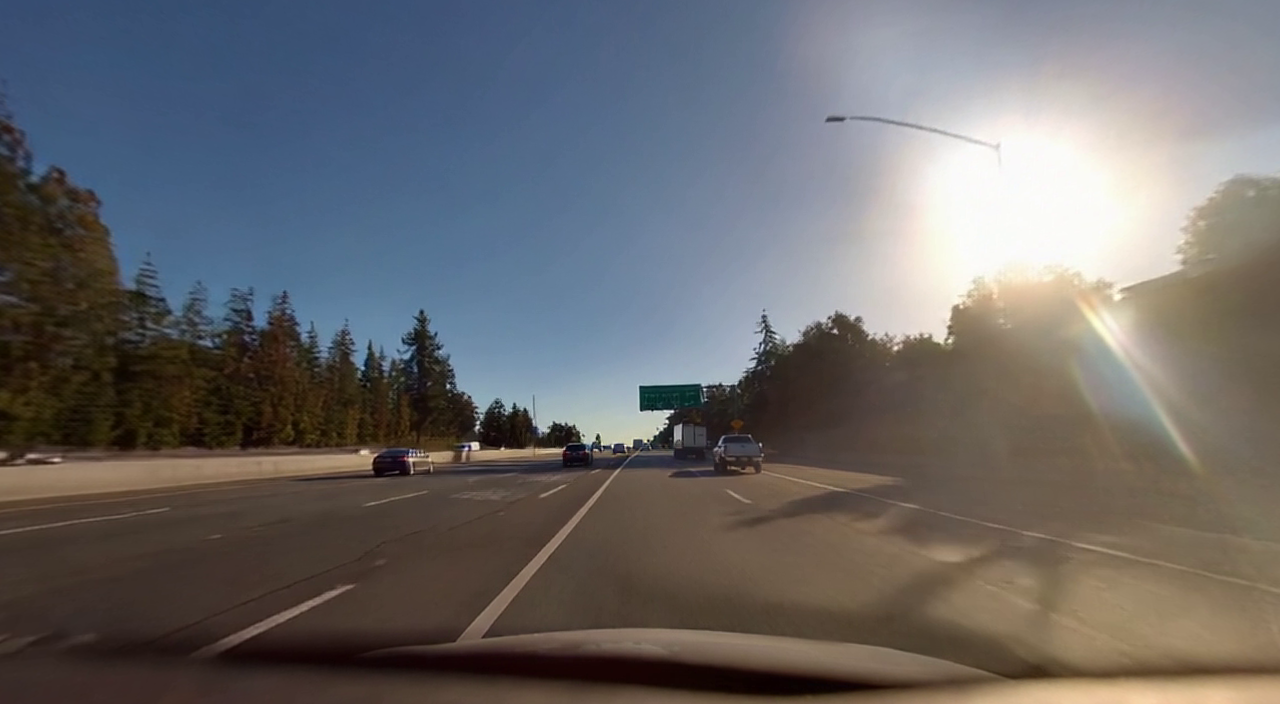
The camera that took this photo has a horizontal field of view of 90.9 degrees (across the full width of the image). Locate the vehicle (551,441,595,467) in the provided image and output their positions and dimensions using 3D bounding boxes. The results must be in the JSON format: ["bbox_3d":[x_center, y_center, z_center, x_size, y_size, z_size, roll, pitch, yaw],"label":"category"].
[{"bbox_3d":[-3.932,6.098,37.791,1.981,1.473,4.317,0,-8,2],"label":"vehicle"}]

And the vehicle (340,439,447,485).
[{"bbox_3d":[-8.619,3.870,22.581,1.899,1.465,4.589,0,-8,1],"label":"vehicle"}]

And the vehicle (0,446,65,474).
[{"bbox_3d":[-40.543,6.879,40.244,2.112,1.729,5.735,0,-8,1],"label":"vehicle"}]

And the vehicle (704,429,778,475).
[{"bbox_3d":[4.666,4.767,30.336,2.355,1.930,6.633,0,-8,-1],"label":"vehicle"}]
